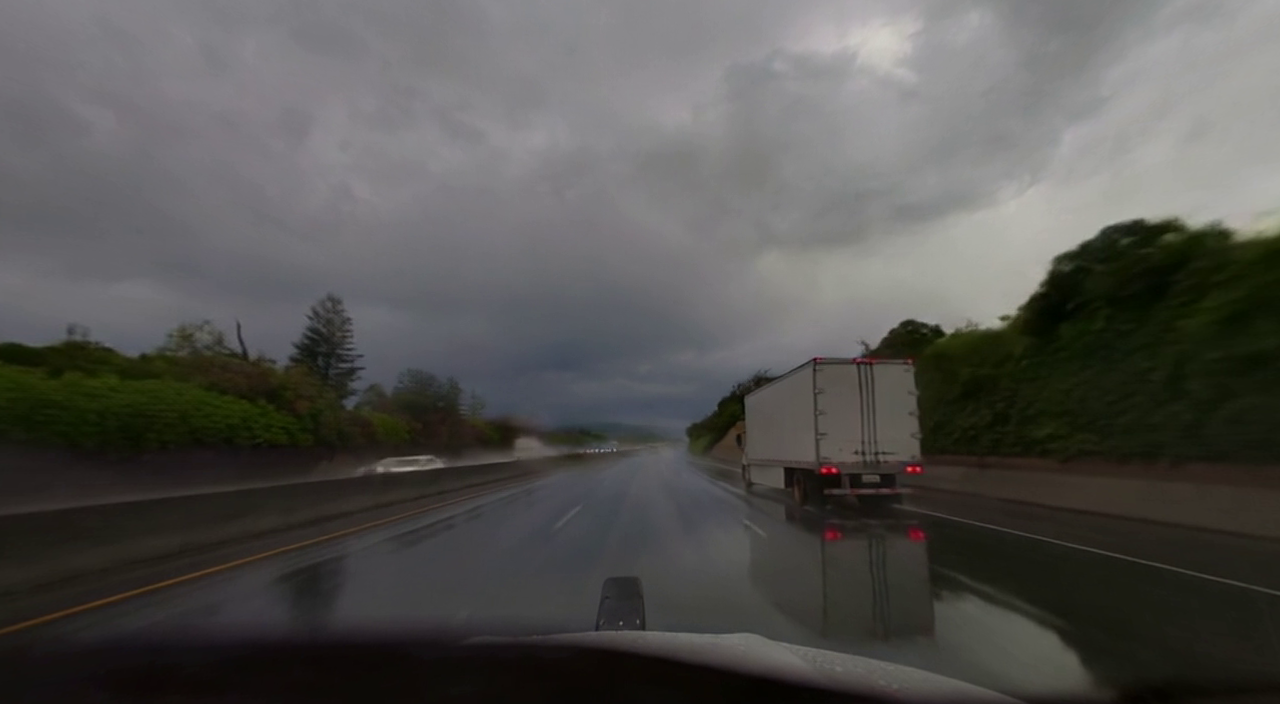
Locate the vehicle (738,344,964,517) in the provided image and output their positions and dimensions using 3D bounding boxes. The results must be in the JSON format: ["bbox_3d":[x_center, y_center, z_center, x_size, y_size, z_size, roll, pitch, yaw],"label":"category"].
[{"bbox_3d":[4.666,2.122,16.221,2.771,3.313,8.121,0,-9,-2],"label":"vehicle"}]

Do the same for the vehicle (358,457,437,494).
[{"bbox_3d":[-11.049,5.629,29.132,1.923,1.488,4.363,0,-9,0],"label":"vehicle"}]
